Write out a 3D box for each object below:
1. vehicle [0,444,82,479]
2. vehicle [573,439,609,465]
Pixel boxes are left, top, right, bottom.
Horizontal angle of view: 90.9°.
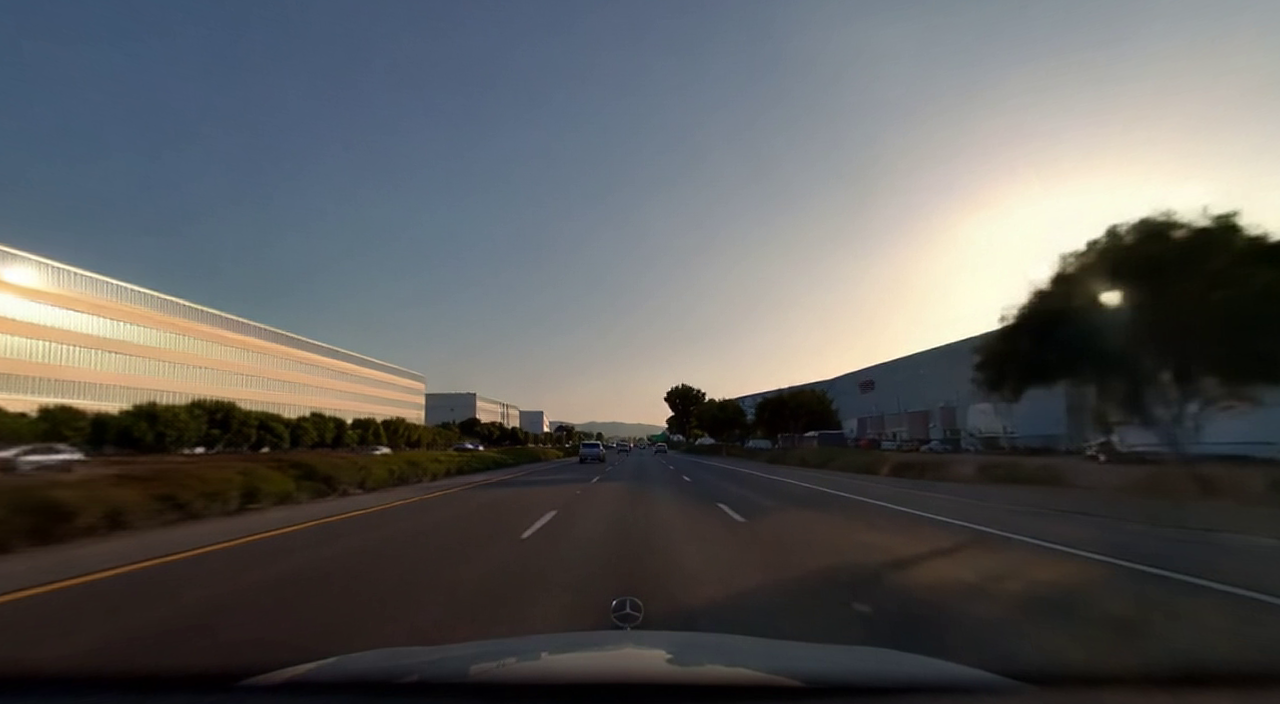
[{"bbox_3d":[-35.770,6.238,36.184,2.153,1.874,5.710,0,-9,0],"label":"vehicle"},{"bbox_3d":[-3.650,7.554,47.900,2.218,1.850,4.774,0,-9,1],"label":"vehicle"}]
